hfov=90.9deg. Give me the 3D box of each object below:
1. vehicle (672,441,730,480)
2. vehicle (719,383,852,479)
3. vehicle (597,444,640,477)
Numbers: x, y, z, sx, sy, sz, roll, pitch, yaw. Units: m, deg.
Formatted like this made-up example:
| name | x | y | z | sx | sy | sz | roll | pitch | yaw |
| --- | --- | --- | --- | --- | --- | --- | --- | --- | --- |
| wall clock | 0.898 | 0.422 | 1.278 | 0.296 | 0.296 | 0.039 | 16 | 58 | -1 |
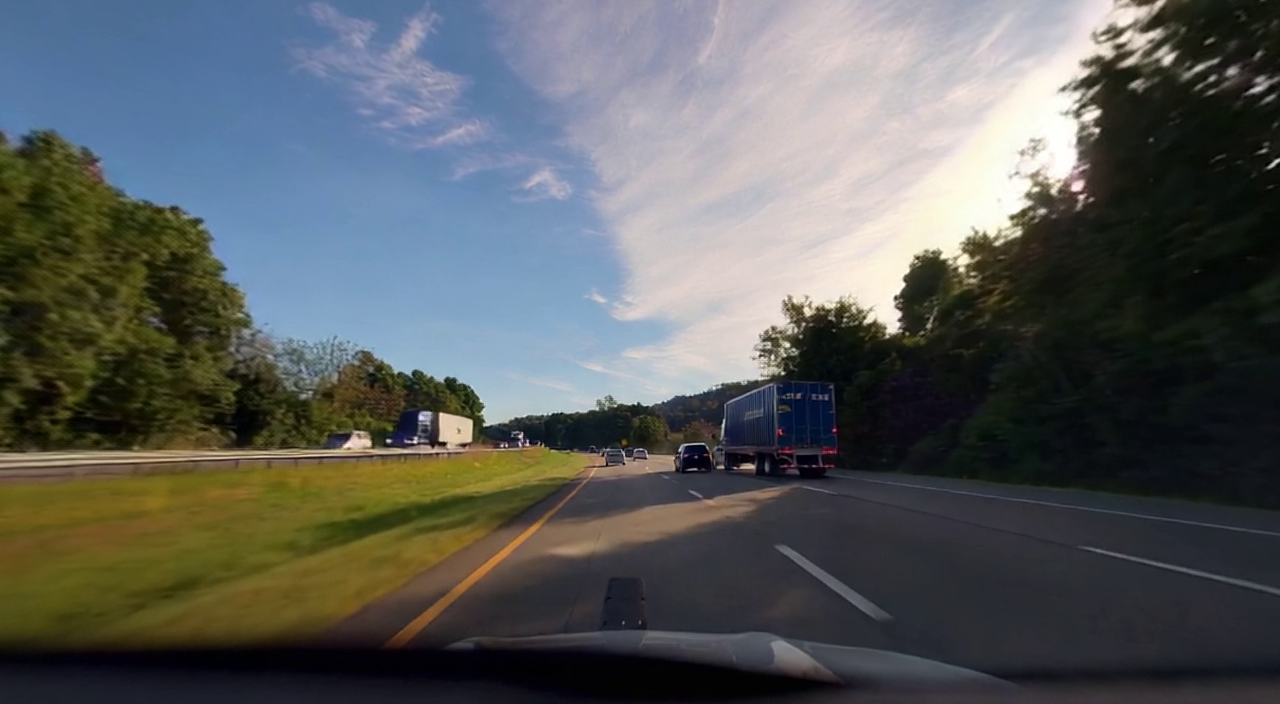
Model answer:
| name | x | y | z | sx | sy | sz | roll | pitch | yaw |
| --- | --- | --- | --- | --- | --- | --- | --- | --- | --- |
| vehicle | 2.645 | 4.816 | 28.127 | 2.013 | 1.623 | 3.916 | 1 | -9 | -3 |
| vehicle | 6.986 | 4.414 | 33.631 | 2.965 | 3.990 | 14.227 | 1 | -9 | -3 |
| vehicle | -1.092 | 5.454 | 31.764 | 2.050 | 1.534 | 3.771 | 1 | -9 | -2 |
